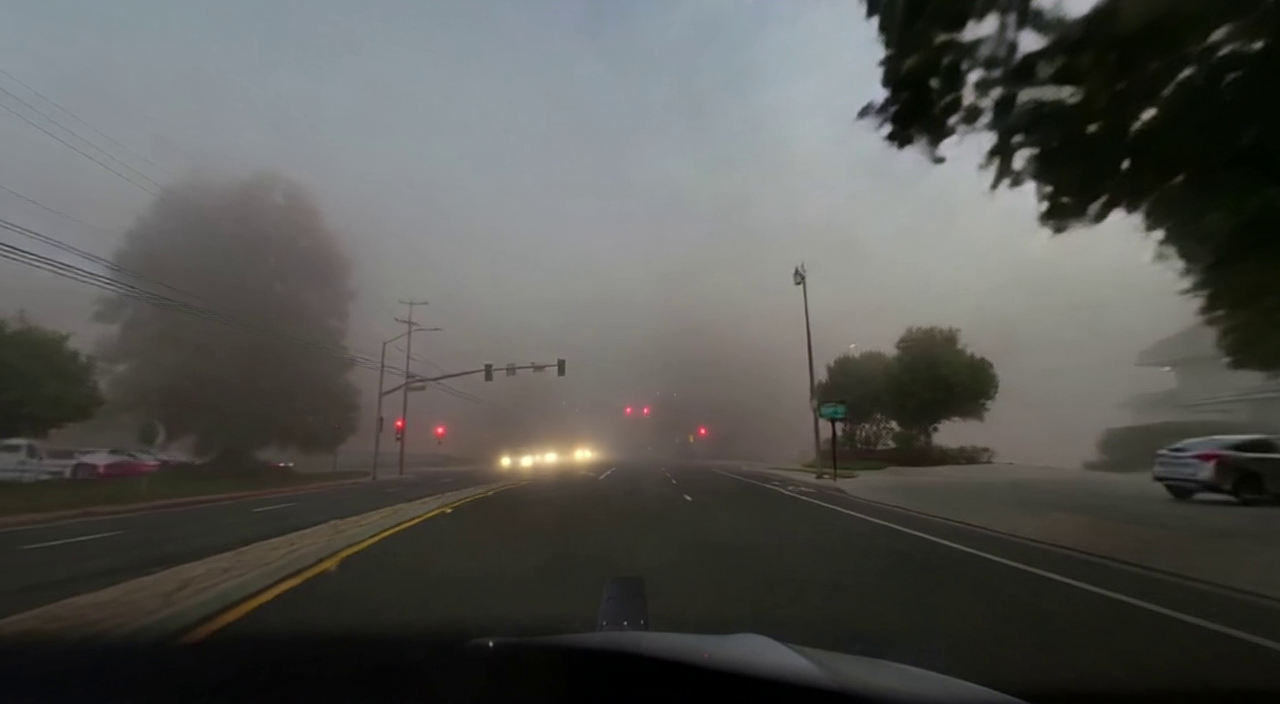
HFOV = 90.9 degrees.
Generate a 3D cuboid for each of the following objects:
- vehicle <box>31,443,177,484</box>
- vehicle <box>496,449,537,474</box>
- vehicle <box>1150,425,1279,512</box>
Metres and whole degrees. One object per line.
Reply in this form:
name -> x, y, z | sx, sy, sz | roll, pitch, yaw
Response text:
vehicle -> -23.885, 4.983, 28.205 | 4.552, 1.721, 2.117 | 0, -9, 0
vehicle -> -8.697, 7.732, 44.858 | 1.986, 1.665, 4.284 | -1, -9, 1
vehicle -> 14.267, 2.544, 14.124 | 4.276, 1.703, 2.088 | 2, -9, -14
